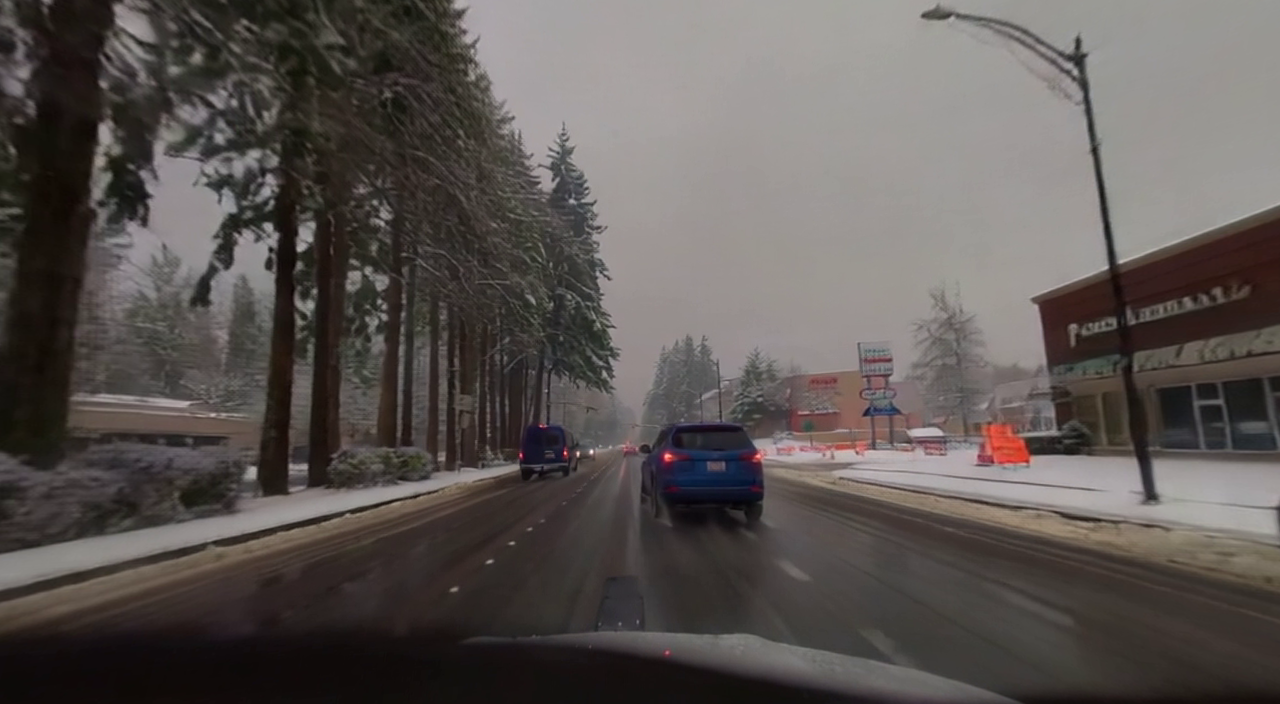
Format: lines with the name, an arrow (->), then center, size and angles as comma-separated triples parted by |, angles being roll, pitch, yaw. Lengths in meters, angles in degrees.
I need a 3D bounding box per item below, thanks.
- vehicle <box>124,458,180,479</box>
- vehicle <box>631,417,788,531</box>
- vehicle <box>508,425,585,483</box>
vehicle -> -38.455, 9.147, 49.875 | 1.821, 1.463, 4.434 | 2, -9, -15
vehicle -> 1.042, 2.180, 11.879 | 2.168, 1.725, 4.192 | 0, -8, -4
vehicle -> -3.613, 4.106, 25.651 | 2.357, 2.063, 5.488 | 0, -8, -1
